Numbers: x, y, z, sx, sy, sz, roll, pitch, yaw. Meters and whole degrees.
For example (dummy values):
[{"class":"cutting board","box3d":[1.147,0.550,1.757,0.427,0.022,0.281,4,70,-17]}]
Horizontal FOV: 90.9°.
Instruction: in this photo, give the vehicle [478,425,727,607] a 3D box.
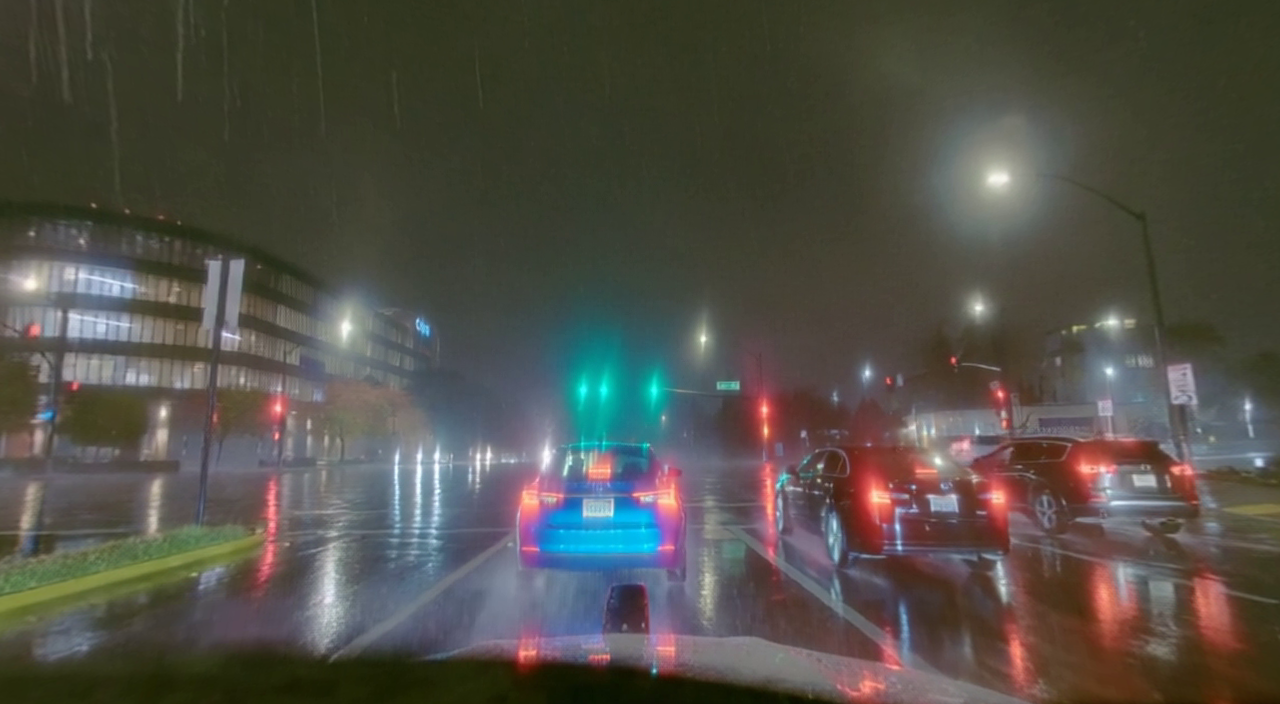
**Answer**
[{"class":"vehicle","box3d":[-0.357,1.655,7.292,2.059,1.477,3.988,0,-8,-1]}]

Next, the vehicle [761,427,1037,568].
[{"class":"vehicle","box3d":[3.227,1.889,8.972,2.042,1.508,4.109,0,-8,-2]}]

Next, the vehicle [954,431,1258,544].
[{"class":"vehicle","box3d":[7.458,2.165,10.785,1.908,1.517,4.182,0,-8,-1]}]

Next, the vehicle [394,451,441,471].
[{"class":"vehicle","box3d":[-17.083,8.389,48.692,2.048,1.463,4.530,0,-8,-1]}]
